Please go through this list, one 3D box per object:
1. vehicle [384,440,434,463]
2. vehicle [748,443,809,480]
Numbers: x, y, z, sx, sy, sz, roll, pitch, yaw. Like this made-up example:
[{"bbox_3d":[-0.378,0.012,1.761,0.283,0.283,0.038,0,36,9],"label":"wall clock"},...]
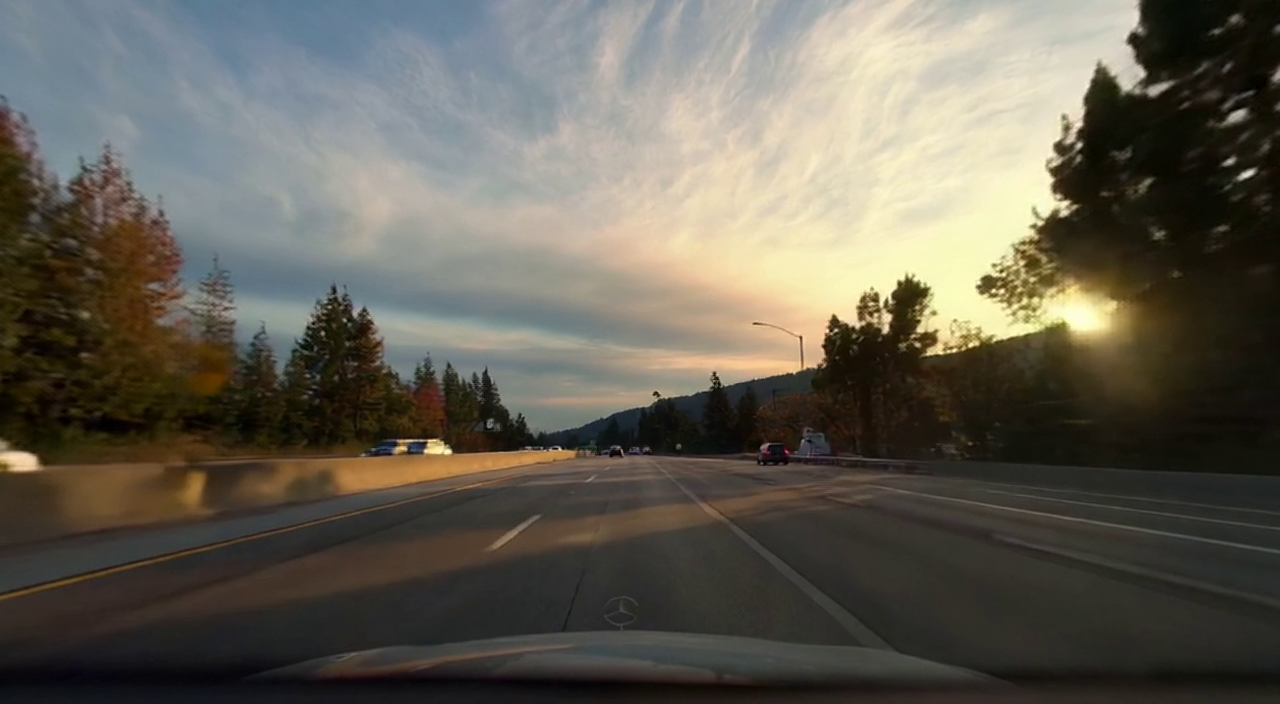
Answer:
[{"bbox_3d":[-17.774,7.691,48.902,2.118,1.625,4.530,0,-9,0],"label":"vehicle"},{"bbox_3d":[6.834,5.433,31.634,2.081,1.705,3.926,1,-9,-1],"label":"vehicle"}]
